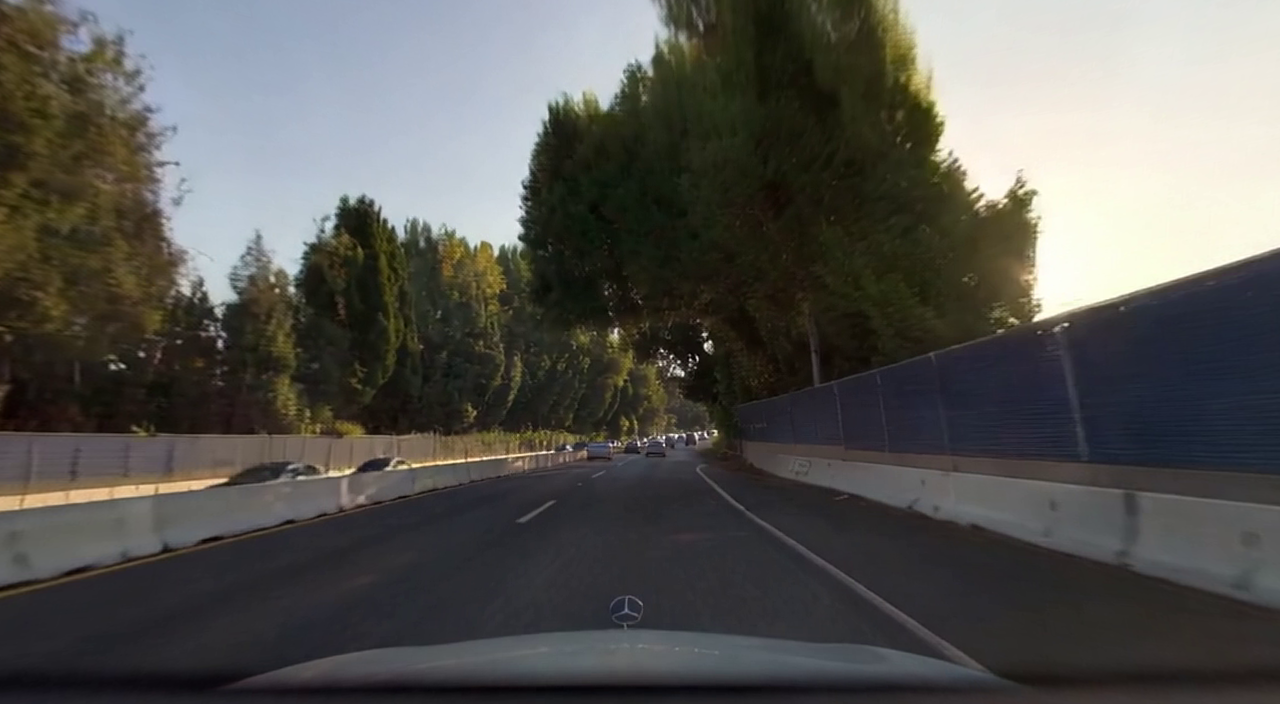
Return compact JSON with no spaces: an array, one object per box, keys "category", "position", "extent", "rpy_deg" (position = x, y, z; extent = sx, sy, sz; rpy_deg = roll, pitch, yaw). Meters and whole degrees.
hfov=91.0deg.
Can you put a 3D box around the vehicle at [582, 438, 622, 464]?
[{"category":"vehicle","position":[-2.309,6.147,39.075],"extent":[1.985,1.518,3.847],"rpy_deg":[-1,-8,4]}]

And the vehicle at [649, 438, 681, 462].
[{"category":"vehicle","position":[1.738,6.709,43.159],"extent":[2.077,1.533,3.854],"rpy_deg":[-1,-8,3]}]

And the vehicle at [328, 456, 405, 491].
[{"category":"vehicle","position":[-13.985,6.217,32.434],"extent":[1.898,1.552,4.266],"rpy_deg":[0,-8,2]}]

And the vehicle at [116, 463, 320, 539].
[{"category":"vehicle","position":[-10.575,3.727,16.339],"extent":[1.977,1.489,4.631],"rpy_deg":[0,-8,2]}]
